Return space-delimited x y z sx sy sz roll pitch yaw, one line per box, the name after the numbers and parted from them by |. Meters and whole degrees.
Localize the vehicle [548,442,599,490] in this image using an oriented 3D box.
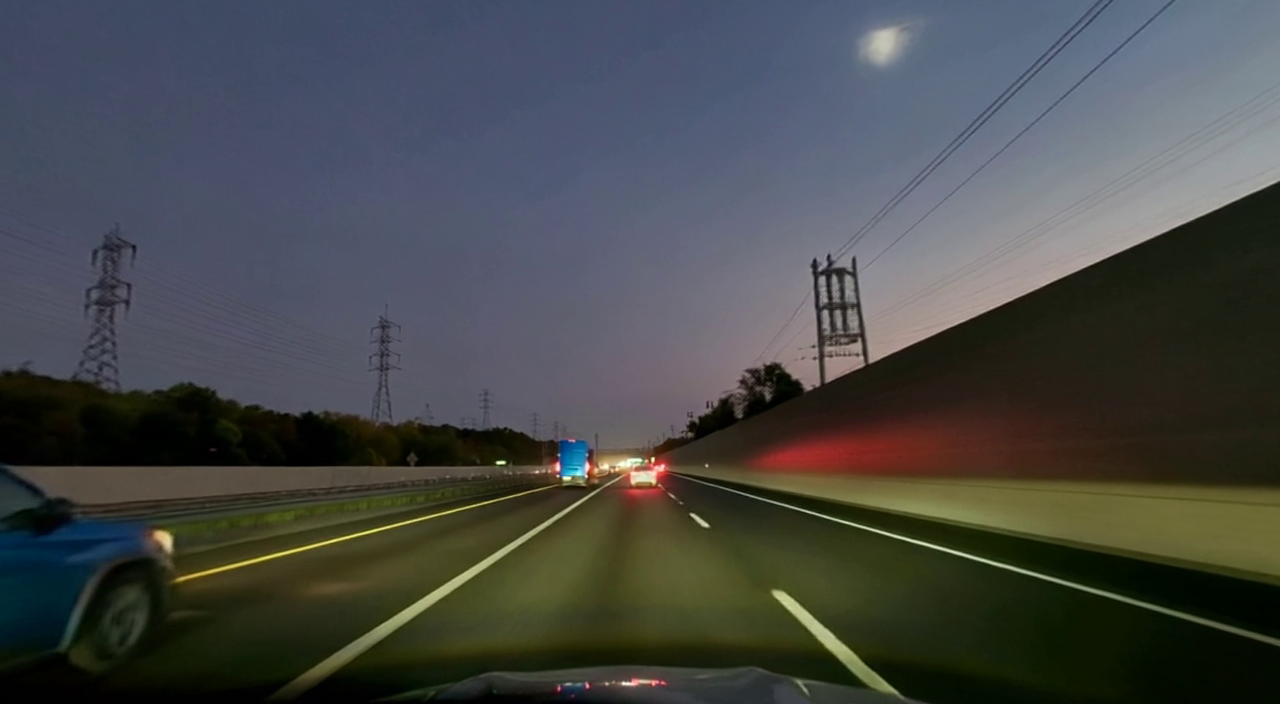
-3.909 7.008 38.612 2.394 2.609 6.875 1 -11 0 | vehicle

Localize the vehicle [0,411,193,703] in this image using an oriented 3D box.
-4.343 0.902 2.302 2.023 1.541 4.543 1 -11 0 | vehicle

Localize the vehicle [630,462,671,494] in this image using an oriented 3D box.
0.521 6.587 33.028 2.006 1.554 3.863 1 -11 0 | vehicle
